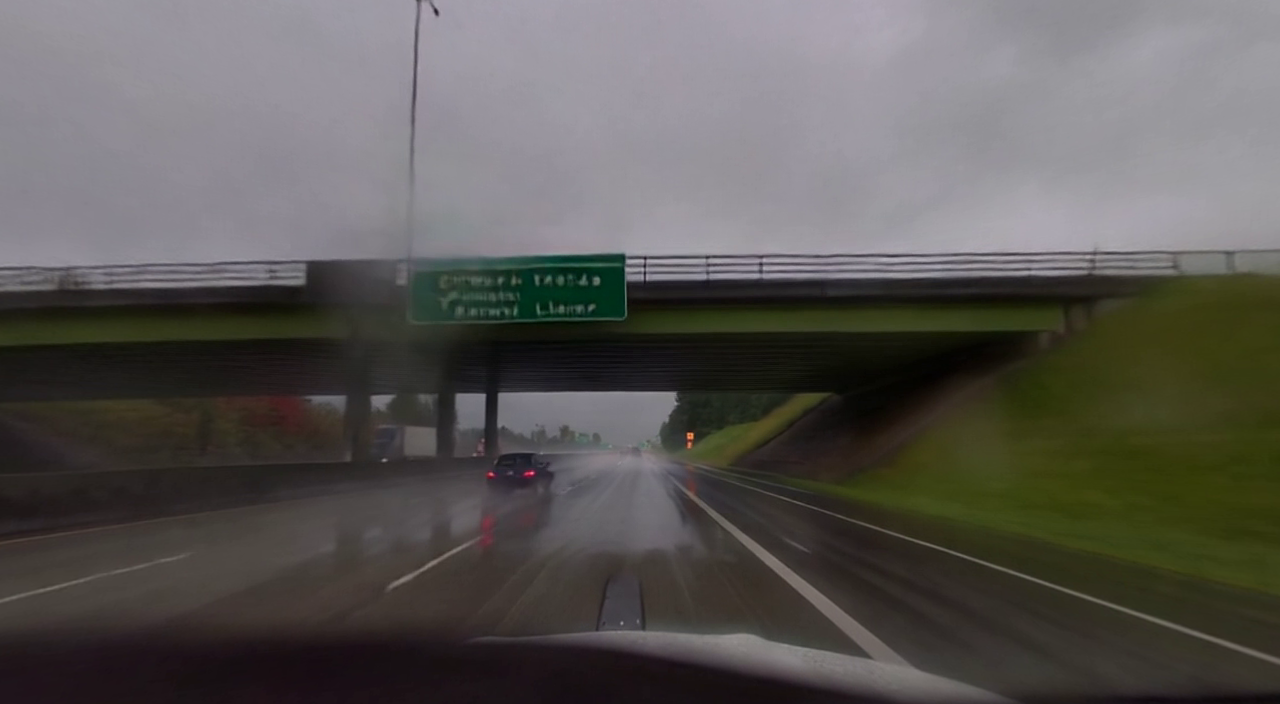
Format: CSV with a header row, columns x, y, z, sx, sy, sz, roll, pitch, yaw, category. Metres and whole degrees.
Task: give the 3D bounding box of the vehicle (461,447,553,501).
x,y,z,sx,sy,sz,roll,pitch,yaw,category
-4.039,3.780,19.906,1.992,1.504,4.117,0,-9,0,vehicle
